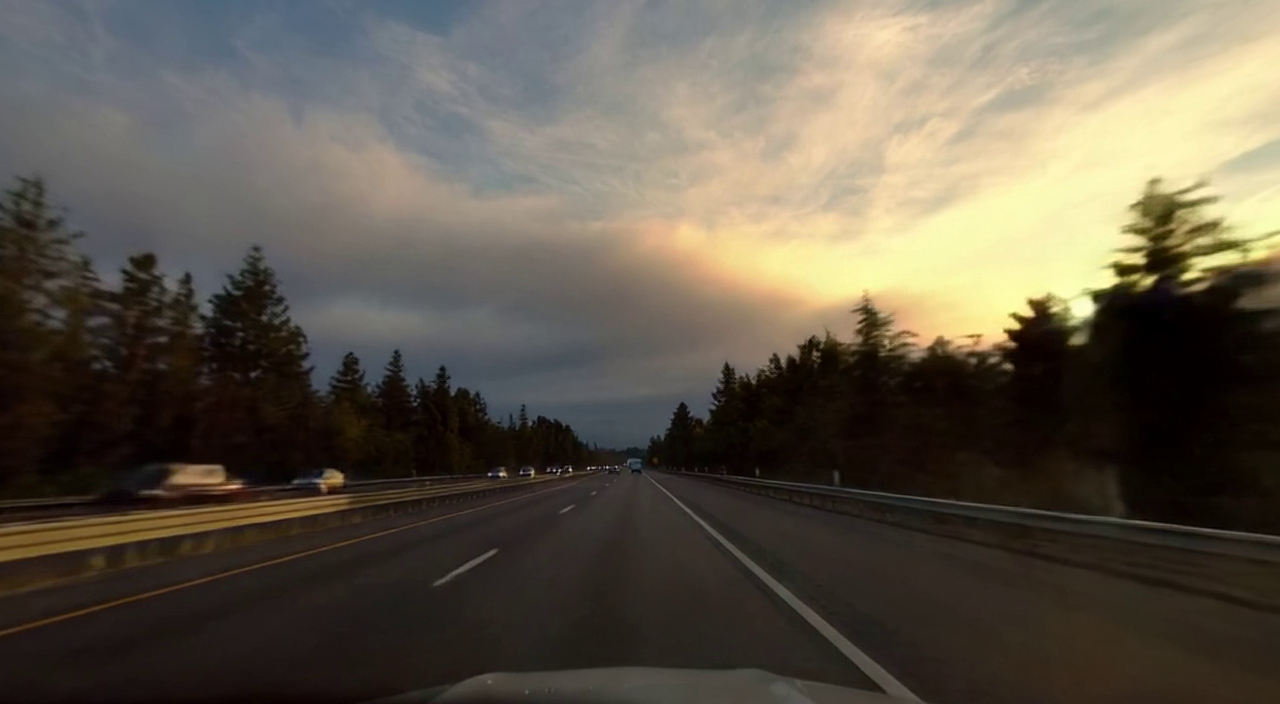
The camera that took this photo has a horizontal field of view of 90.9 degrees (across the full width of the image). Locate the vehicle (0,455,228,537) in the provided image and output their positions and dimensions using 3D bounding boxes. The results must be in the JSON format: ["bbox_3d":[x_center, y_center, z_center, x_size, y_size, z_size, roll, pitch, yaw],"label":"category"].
[{"bbox_3d":[-12.528,3.432,15.424,1.927,1.669,4.199,1,-11,1],"label":"vehicle"}]

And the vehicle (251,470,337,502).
[{"bbox_3d":[-17.053,6.625,31.335,1.802,1.409,4.411,1,-11,-1],"label":"vehicle"}]
